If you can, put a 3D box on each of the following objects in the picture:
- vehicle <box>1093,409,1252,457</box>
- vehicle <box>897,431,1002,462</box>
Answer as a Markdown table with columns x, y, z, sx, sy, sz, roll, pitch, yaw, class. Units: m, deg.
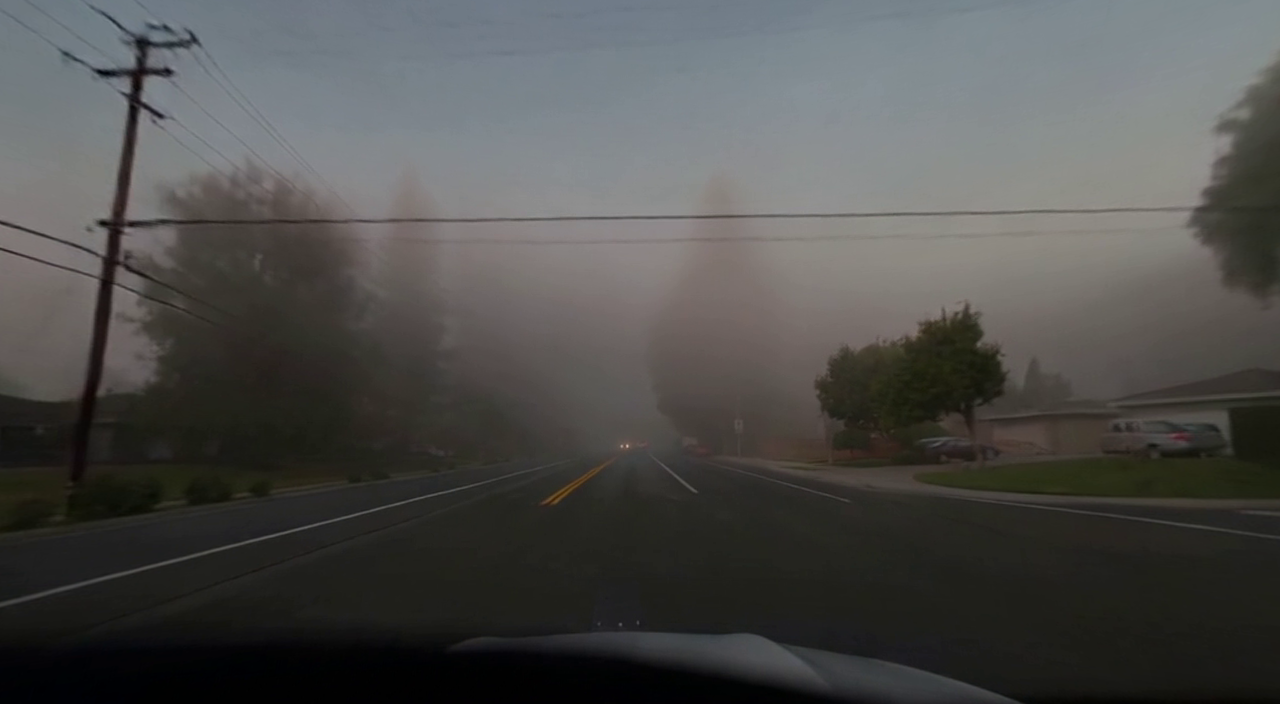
| x | y | z | sx | sy | sz | roll | pitch | yaw | class |
| --- | --- | --- | --- | --- | --- | --- | --- | --- | --- |
| 22.145 | 3.416 | 26.428 | 4.798 | 1.800 | 2.103 | -8 | -11 | 43 | vehicle |
| 16.486 | 5.065 | 33.803 | 4.443 | 1.497 | 2.168 | -1 | -8 | 1 | vehicle |
